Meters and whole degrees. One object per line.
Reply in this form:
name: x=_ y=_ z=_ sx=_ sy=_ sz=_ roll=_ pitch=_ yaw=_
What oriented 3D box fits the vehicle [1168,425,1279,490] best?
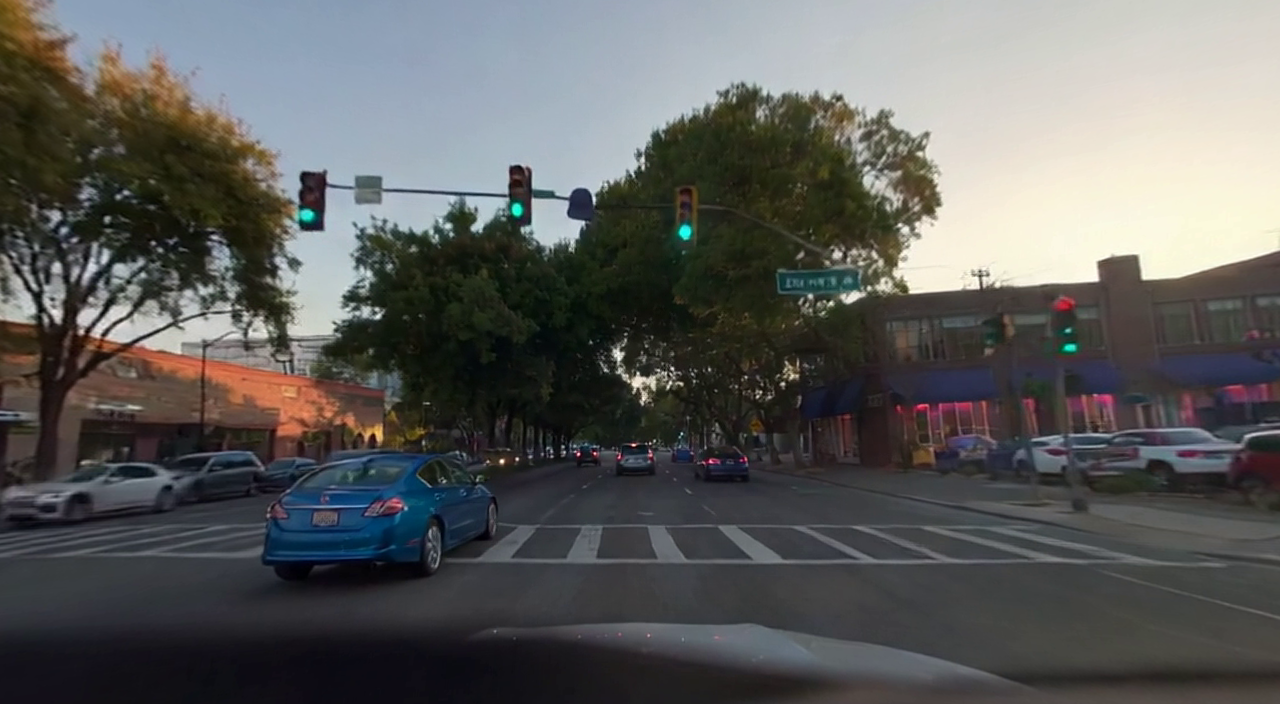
vehicle: x=16.240 y=2.613 z=15.826 sx=3.817 sy=1.486 sz=2.309 roll=-1 pitch=-9 yaw=2

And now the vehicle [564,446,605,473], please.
vehicle: x=-3.463 y=6.774 z=39.952 sx=2.130 sy=1.645 sz=3.995 roll=-1 pitch=-9 yaw=1

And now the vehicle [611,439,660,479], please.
vehicle: x=-0.204 y=5.522 z=32.778 sx=2.361 sy=1.898 sz=4.465 roll=0 pitch=-9 yaw=0

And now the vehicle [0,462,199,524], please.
vehicle: x=-16.324 y=4.212 z=19.331 sx=2.141 sy=1.510 sz=4.759 roll=0 pitch=-9 yaw=0

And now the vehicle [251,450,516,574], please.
vehicle: x=-3.323 y=2.138 z=9.192 sx=2.115 sy=1.369 sz=3.908 roll=-1 pitch=-9 yaw=2

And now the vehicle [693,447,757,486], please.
vehicle: x=3.465 y=4.756 z=26.588 sx=2.058 sy=1.472 sz=4.317 roll=0 pitch=-9 yaw=-1

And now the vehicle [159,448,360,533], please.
vehicle: x=-8.978 y=3.244 z=15.512 sx=2.059 sy=1.559 sz=4.709 roll=-4 pitch=-8 yaw=0

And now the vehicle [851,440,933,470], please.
vehicle: x=15.921 y=6.516 z=39.996 sx=4.255 sy=1.520 sz=1.900 roll=-4 pitch=-8 yaw=1
